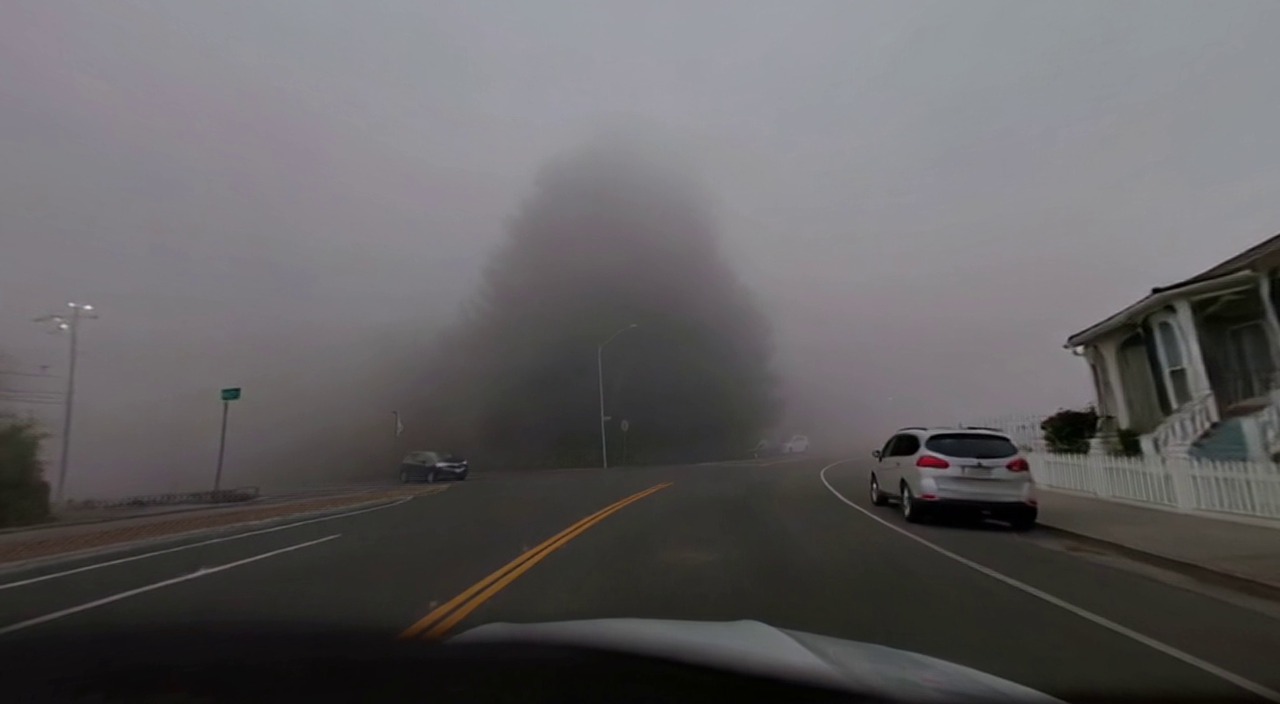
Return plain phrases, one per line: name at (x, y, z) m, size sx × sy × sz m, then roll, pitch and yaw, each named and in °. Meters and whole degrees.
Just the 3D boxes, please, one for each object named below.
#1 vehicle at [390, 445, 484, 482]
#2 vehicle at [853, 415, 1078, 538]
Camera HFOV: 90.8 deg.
vehicle at (-10.084, 5.472, 31.304) m, size 4.270 × 1.683 × 1.984 m, roll -5°, pitch -10°, yaw 29°
vehicle at (5.357, 2.085, 11.218) m, size 2.105 × 1.705 × 4.392 m, roll -1°, pitch -8°, yaw 8°
